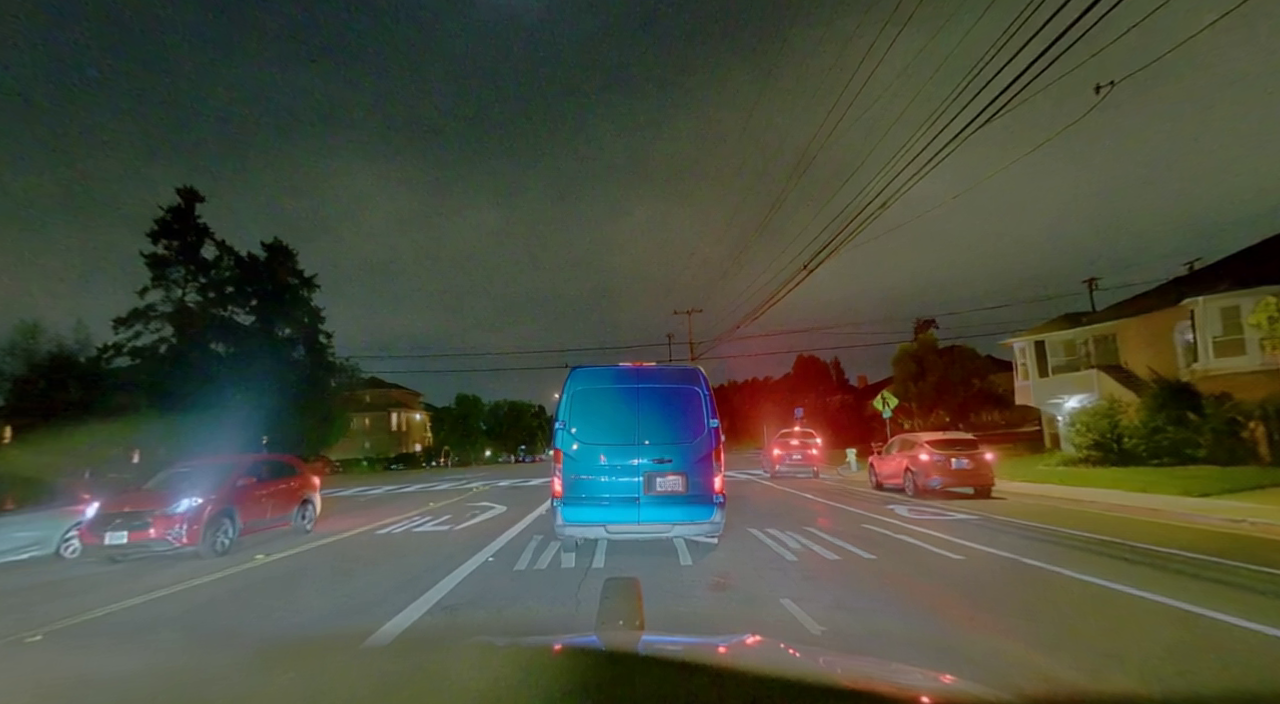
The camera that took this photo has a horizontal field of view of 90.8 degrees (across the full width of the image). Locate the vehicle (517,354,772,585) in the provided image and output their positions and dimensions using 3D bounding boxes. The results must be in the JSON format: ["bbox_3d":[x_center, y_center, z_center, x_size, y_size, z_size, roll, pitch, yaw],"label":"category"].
[{"bbox_3d":[0.053,1.443,8.347,2.342,2.142,4.809,0,-9,0],"label":"vehicle"}]

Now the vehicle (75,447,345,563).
[{"bbox_3d":[-7.539,2.646,11.804,1.997,1.724,4.417,0,-9,-1],"label":"vehicle"}]

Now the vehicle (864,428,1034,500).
[{"bbox_3d":[7.306,2.684,15.526,1.883,1.504,4.220,0,-9,-3],"label":"vehicle"}]

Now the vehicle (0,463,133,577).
[{"bbox_3d":[-10.494,2.560,9.537,1.986,1.610,4.456,0,-9,-1],"label":"vehicle"}]

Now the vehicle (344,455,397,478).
[{"bbox_3d":[-18.452,7.839,43.491,1.816,1.445,4.120,0,-9,0],"label":"vehicle"}]
